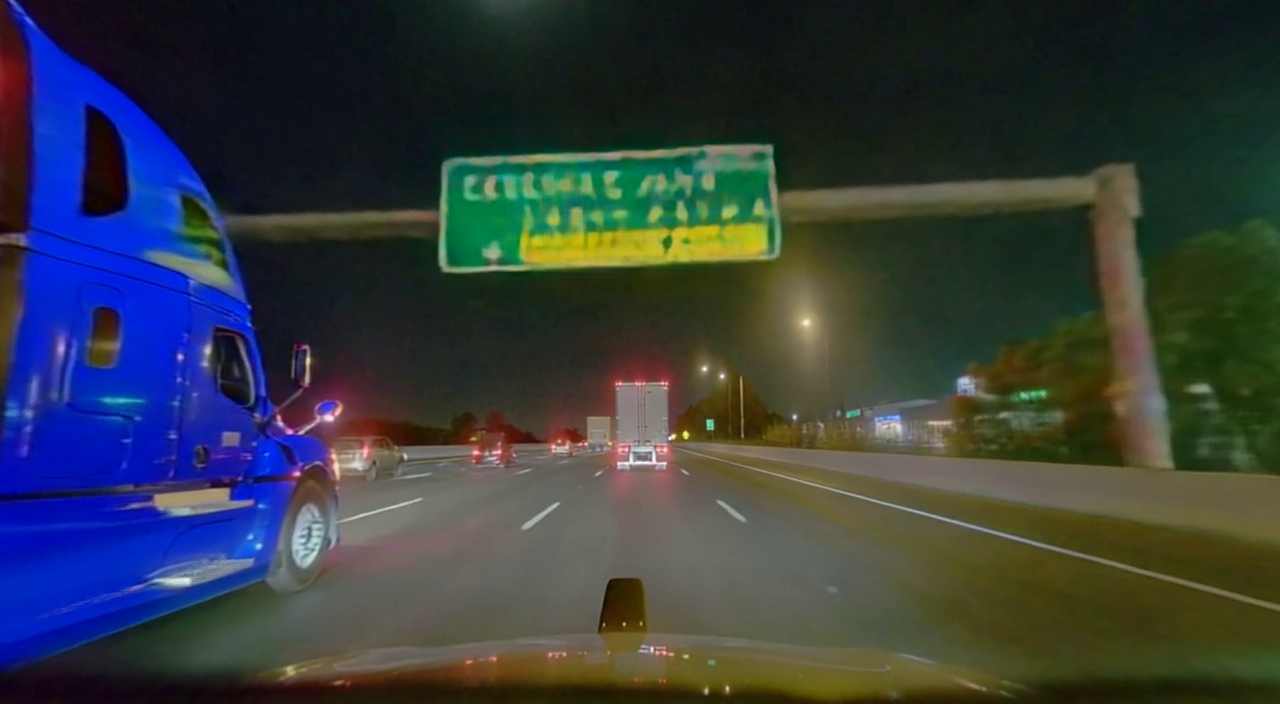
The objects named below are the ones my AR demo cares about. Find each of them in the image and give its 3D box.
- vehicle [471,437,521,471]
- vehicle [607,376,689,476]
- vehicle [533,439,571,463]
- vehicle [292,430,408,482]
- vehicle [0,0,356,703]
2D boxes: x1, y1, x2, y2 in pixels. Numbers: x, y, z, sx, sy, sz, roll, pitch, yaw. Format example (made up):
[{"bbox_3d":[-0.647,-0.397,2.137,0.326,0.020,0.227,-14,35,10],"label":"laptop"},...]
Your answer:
[{"bbox_3d":[-6.994,4.994,30.926,1.736,1.580,2.778,0,-9,0],"label":"vehicle"},{"bbox_3d":[0.250,3.396,27.631,2.941,3.604,9.851,0,-9,-1],"label":"vehicle"},{"bbox_3d":[-5.692,6.450,41.115,1.933,1.459,4.478,0,-9,-1],"label":"vehicle"},{"bbox_3d":[-10.871,3.933,24.126,2.046,1.779,4.752,0,-9,1],"label":"vehicle"},{"bbox_3d":[-4.077,-0.177,0.917,3.061,3.891,8.658,0,-9,1],"label":"vehicle"}]
